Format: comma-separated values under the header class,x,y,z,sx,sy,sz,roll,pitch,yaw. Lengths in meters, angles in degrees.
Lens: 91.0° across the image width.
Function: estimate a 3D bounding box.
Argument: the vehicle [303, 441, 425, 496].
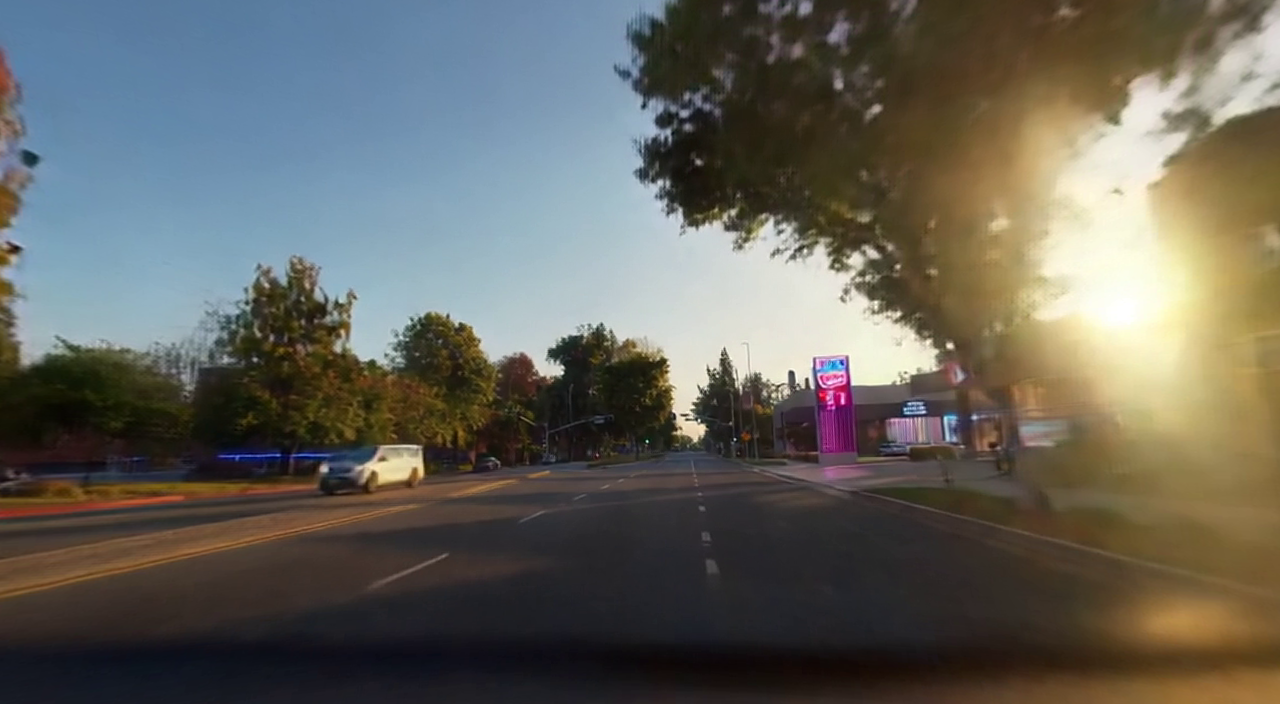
class,x,y,z,sx,sy,sz,roll,pitch,yaw
vehicle,-9.864,4.159,22.965,2.209,1.773,4.481,0,-9,3
